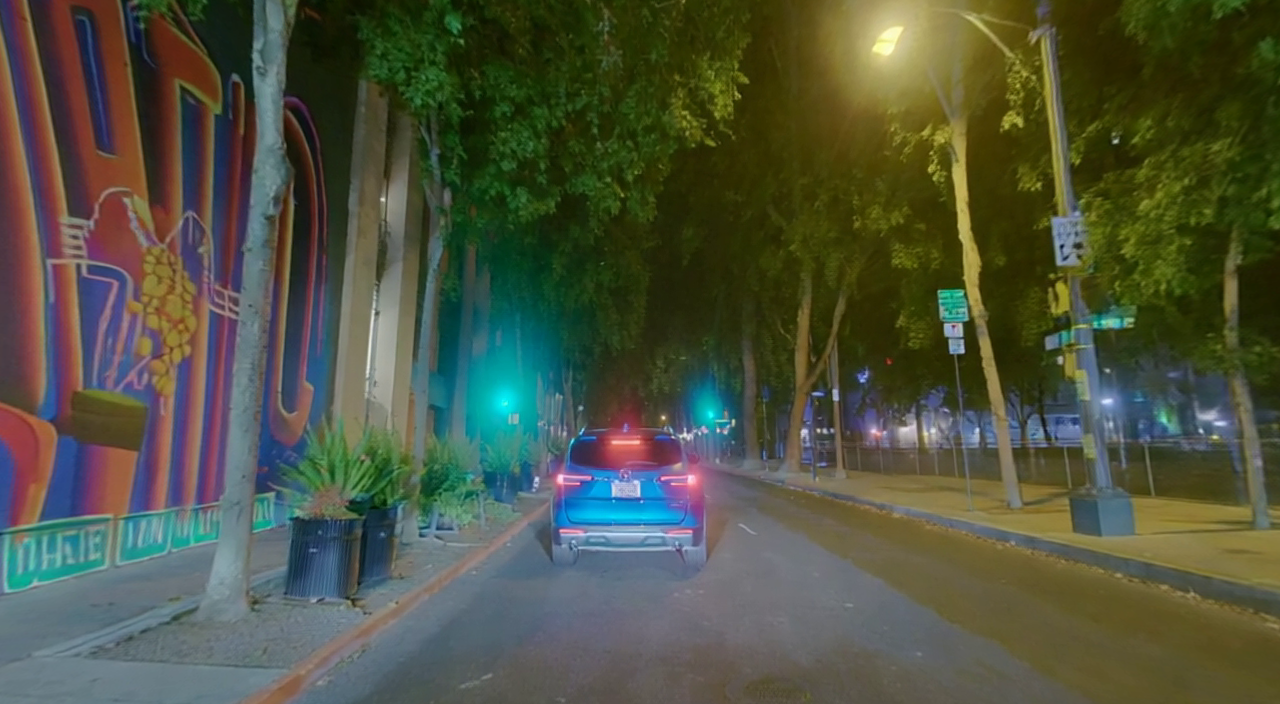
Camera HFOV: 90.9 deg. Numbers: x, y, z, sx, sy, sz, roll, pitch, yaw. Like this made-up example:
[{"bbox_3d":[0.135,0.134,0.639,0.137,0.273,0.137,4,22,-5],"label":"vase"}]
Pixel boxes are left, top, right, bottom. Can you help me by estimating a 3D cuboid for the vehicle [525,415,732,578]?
[{"bbox_3d":[-0.138,1.754,8.374,2.079,1.621,3.861,0,-8,-1],"label":"vehicle"}]
